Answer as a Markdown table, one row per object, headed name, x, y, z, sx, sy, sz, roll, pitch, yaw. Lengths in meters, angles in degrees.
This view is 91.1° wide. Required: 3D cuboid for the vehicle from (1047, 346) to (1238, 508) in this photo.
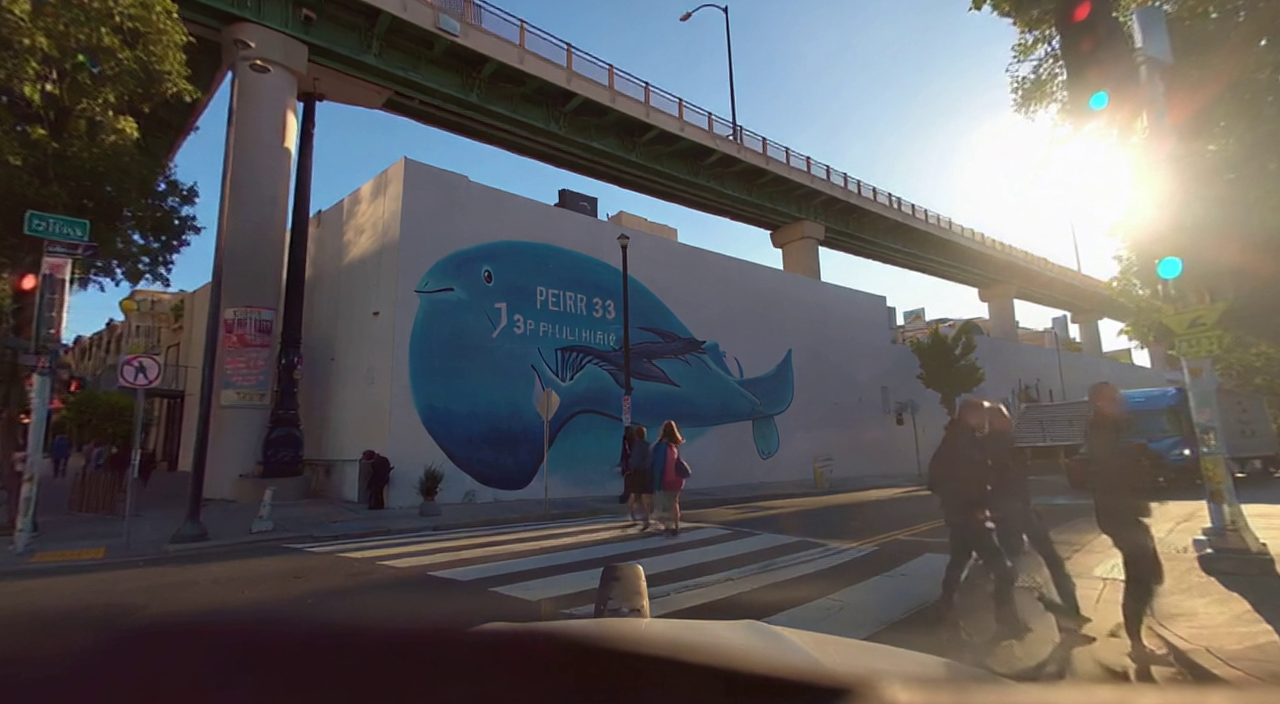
| name | x | y | z | sx | sy | sz | roll | pitch | yaw |
| --- | --- | --- | --- | --- | --- | --- | --- | --- | --- |
| vehicle | 15.780 | 2.385 | 19.353 | 9.347 | 3.893 | 2.849 | 7 | -11 | -42 |
